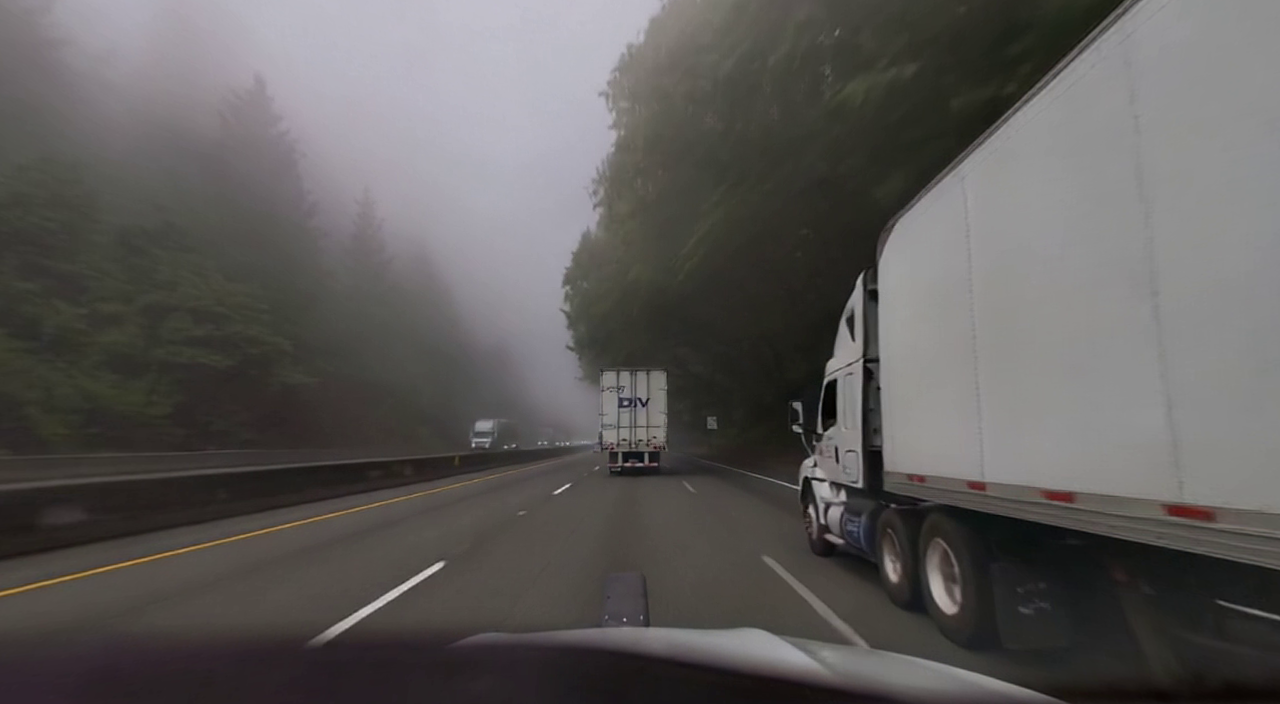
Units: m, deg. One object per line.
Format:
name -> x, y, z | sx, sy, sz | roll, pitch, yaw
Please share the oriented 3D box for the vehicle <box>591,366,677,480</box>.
vehicle -> -0.366, 3.177, 26.962 | 2.969, 3.957, 10.270 | 0, -8, -2
